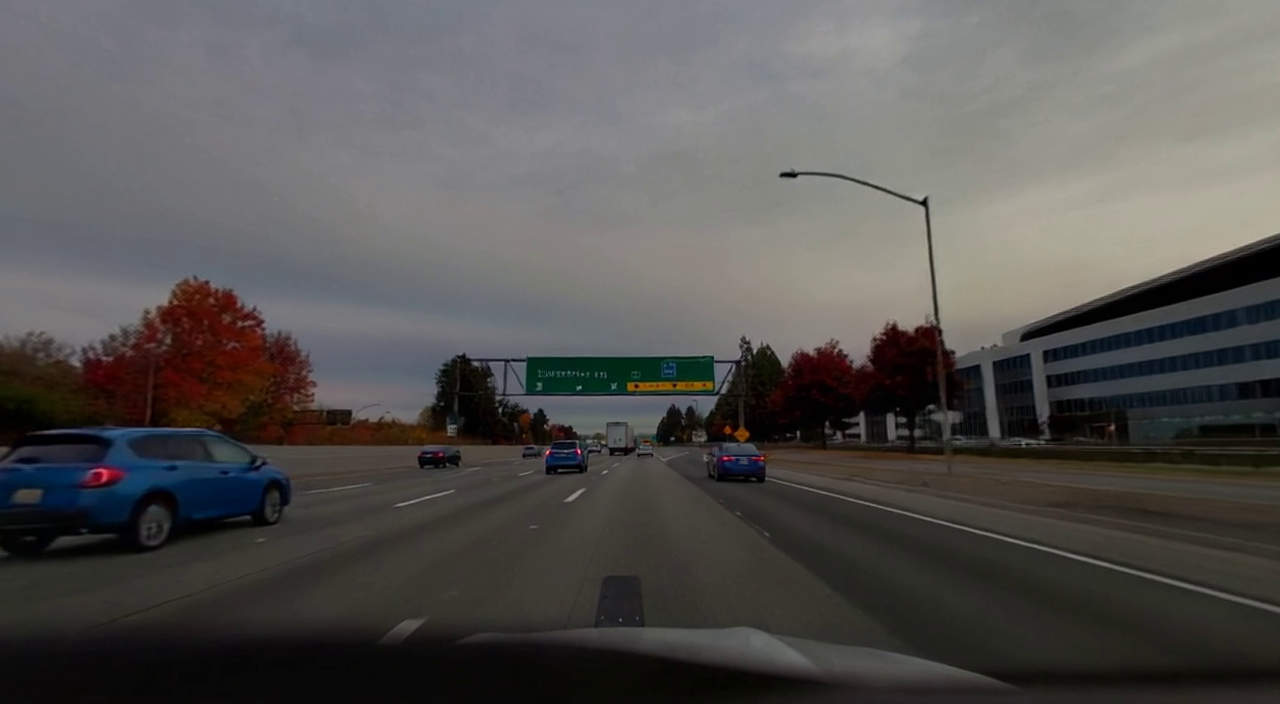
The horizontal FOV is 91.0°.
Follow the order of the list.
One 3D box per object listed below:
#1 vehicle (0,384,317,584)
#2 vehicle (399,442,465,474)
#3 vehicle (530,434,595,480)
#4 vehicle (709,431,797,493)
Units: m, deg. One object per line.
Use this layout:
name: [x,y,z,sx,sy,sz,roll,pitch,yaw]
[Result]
vehicle: [-6.985,1.606,8.514,2.314,1.842,5.279,0,-9,1]
vehicle: [-10.805,5.521,33.009,1.919,1.509,4.265,0,-9,1]
vehicle: [-3.159,4.405,26.646,2.111,1.742,4.315,0,-9,1]
vehicle: [3.496,3.498,20.383,2.101,1.742,4.495,0,-9,1]
